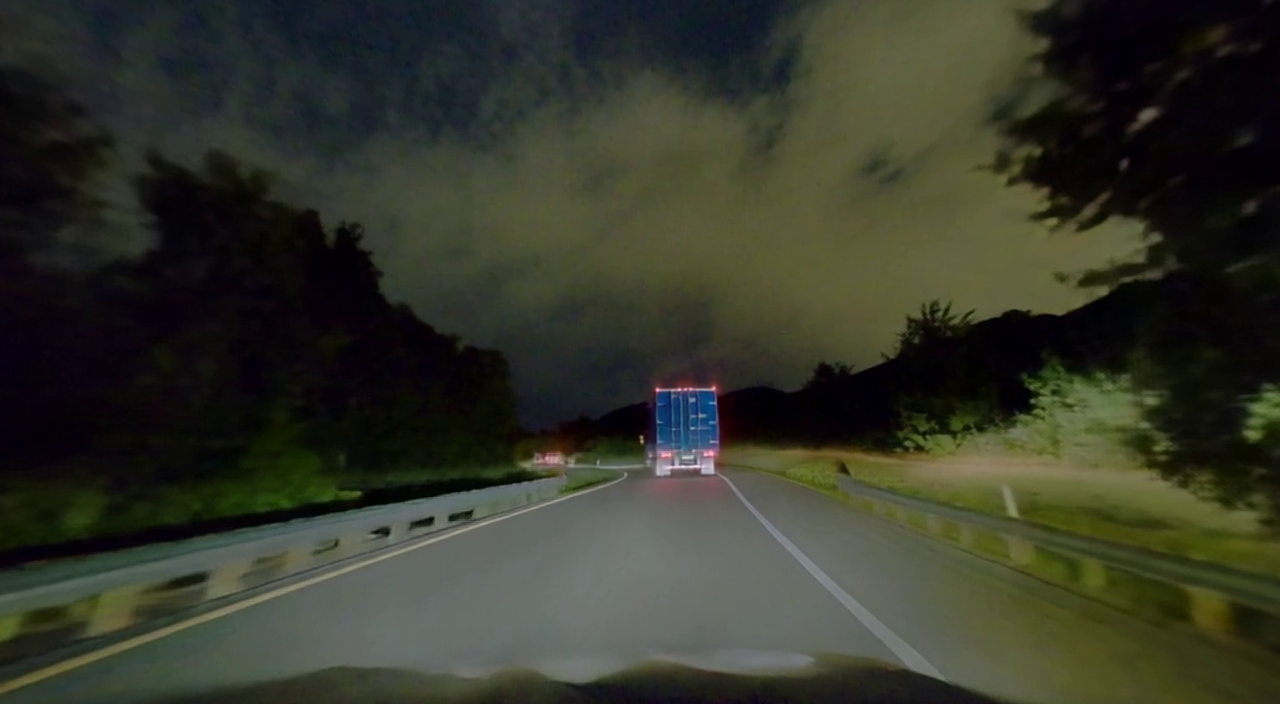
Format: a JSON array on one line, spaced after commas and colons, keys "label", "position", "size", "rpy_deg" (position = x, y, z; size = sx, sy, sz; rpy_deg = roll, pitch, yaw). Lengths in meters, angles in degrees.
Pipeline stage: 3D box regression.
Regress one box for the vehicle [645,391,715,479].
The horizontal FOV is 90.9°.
[{"label": "vehicle", "position": [1.968, 4.960, 36.965], "size": [3.087, 4.178, 13.682], "rpy_deg": [0, -8, 0]}]
